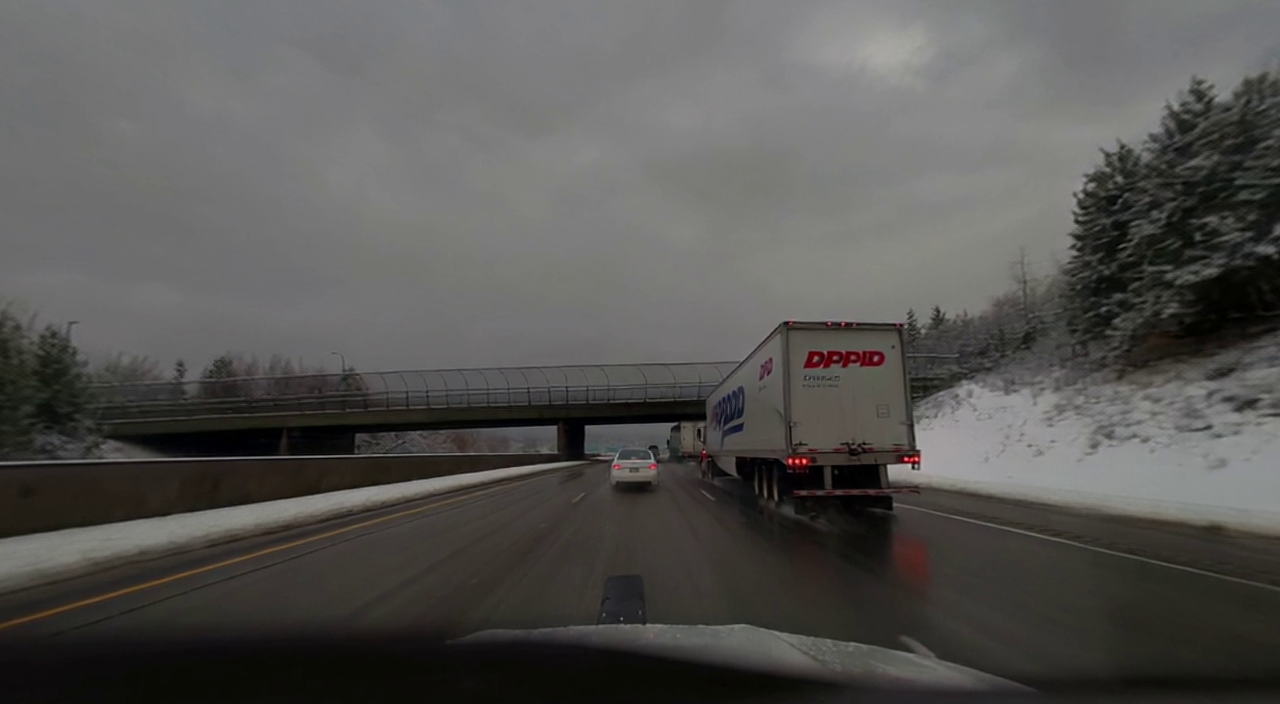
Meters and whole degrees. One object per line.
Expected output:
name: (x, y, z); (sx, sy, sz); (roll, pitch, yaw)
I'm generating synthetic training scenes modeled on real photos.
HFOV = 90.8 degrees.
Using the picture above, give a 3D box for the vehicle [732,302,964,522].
vehicle: (4.307, 1.680, 15.498); (2.802, 3.956, 8.291); (0, -9, 0)

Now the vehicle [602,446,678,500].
vehicle: (0.001, 3.553, 18.903); (2.029, 1.437, 3.794); (0, -9, 0)
